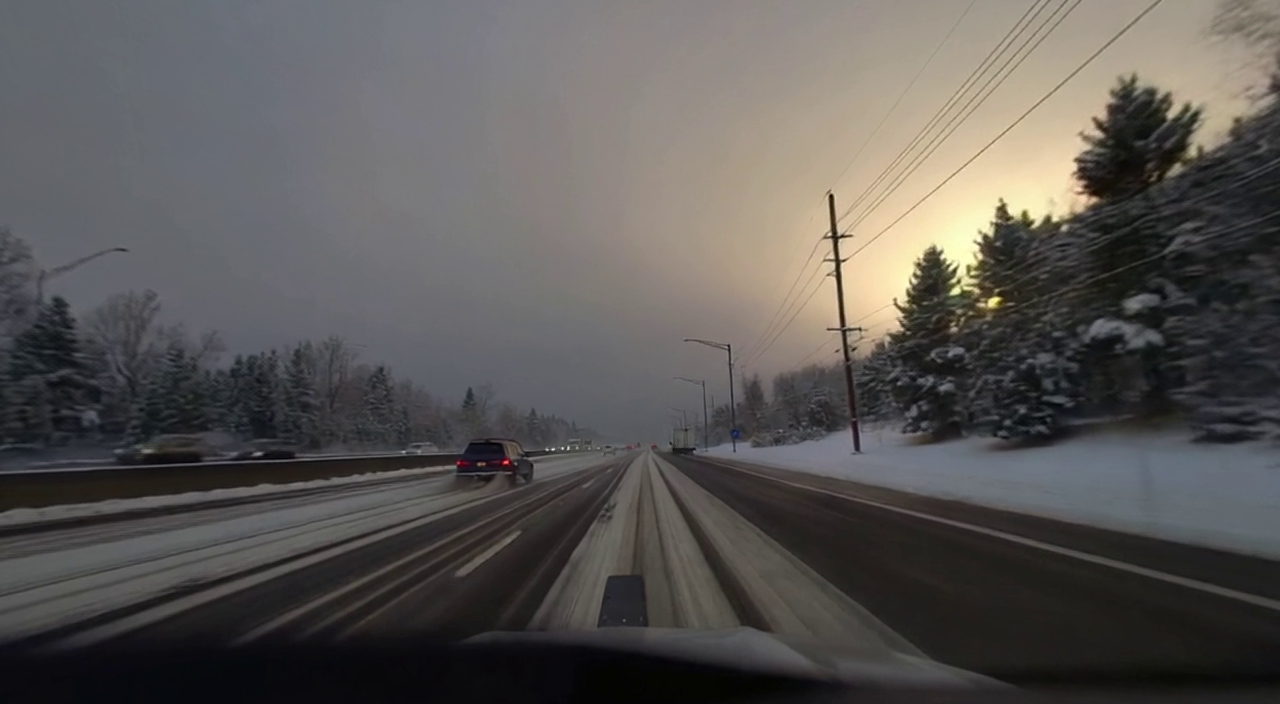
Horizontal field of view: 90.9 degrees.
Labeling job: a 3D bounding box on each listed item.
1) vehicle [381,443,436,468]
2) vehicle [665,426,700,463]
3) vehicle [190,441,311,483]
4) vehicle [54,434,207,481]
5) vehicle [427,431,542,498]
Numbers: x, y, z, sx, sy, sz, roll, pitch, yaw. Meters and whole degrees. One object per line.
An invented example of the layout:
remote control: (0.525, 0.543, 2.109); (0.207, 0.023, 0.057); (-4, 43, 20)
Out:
vehicle: (-14.843, 6.653, 40.706); (1.890, 1.476, 4.274); (0, -8, 1)
vehicle: (3.284, 7.304, 49.813); (2.352, 2.698, 5.688); (0, -8, 0)
vehicle: (-14.869, 4.209, 24.418); (1.904, 1.476, 4.284); (0, -8, 0)
vehicle: (-22.256, 4.622, 27.947); (2.117, 1.885, 5.477); (0, -8, 1)
vehicle: (-4.215, 3.119, 17.899); (2.064, 1.642, 4.389); (0, -8, 1)
